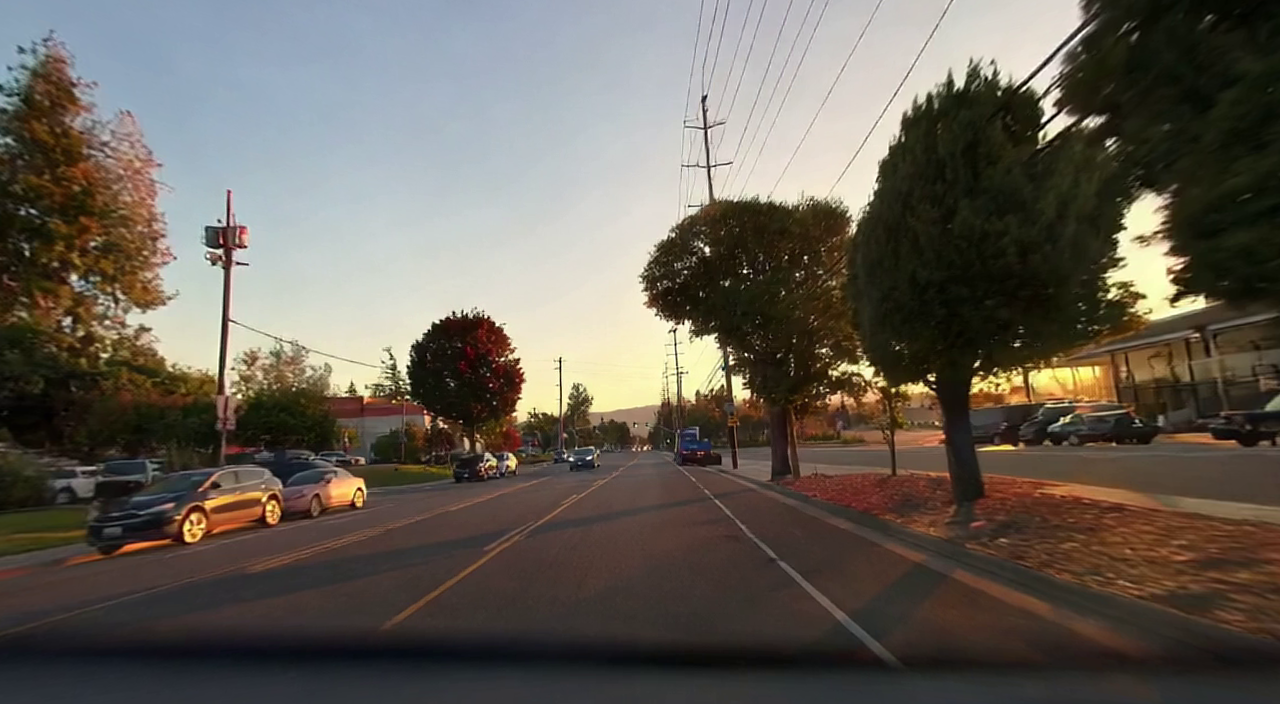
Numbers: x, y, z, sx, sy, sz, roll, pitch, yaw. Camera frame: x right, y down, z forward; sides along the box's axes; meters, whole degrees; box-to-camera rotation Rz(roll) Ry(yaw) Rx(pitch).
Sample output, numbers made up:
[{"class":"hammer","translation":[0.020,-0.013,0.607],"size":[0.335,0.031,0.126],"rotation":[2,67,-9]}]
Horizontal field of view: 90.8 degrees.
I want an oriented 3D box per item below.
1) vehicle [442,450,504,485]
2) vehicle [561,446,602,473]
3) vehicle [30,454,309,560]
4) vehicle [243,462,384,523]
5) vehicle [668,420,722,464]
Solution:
[{"class":"vehicle","translation":[-8.881,6.163,34.113],"size":[1.938,1.756,4.686],"rotation":[0,-9,2]},{"class":"vehicle","translation":[-3.489,6.514,38.489],"size":[2.042,1.530,3.980],"rotation":[0,-9,1]},{"class":"vehicle","translation":[-9.622,3.133,13.671],"size":[2.059,1.783,5.024],"rotation":[0,-9,1]},{"class":"vehicle","translation":[-9.376,4.044,18.629],"size":[1.768,1.454,4.340],"rotation":[0,-9,1]},{"class":"vehicle","translation":[4.089,7.116,49.537],"size":[3.168,3.106,9.350],"rotation":[0,-9,-1]}]
